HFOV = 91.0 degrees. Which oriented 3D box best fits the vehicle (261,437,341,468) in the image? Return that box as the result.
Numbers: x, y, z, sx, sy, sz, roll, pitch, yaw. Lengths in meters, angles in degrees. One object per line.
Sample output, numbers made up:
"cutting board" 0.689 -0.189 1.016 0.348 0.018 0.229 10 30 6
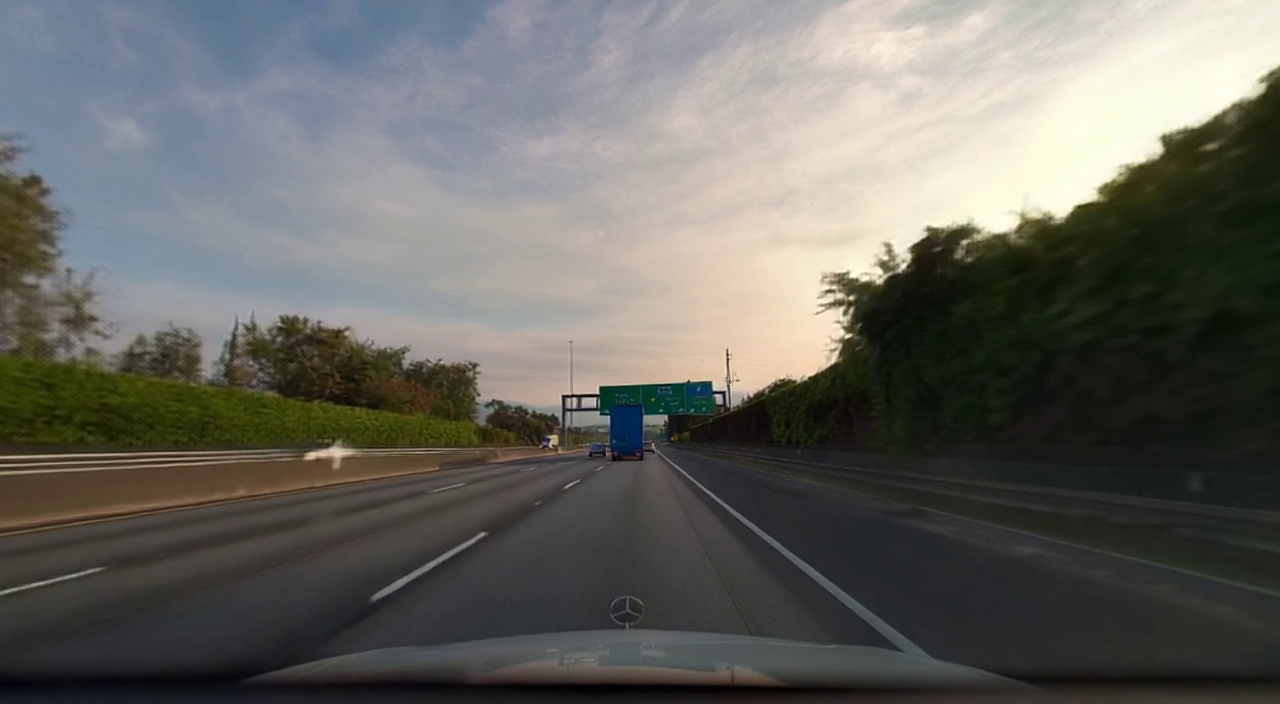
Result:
"vehicle" -19.222 5.720 35.938 2.012 1.642 4.573 0 -8 1
